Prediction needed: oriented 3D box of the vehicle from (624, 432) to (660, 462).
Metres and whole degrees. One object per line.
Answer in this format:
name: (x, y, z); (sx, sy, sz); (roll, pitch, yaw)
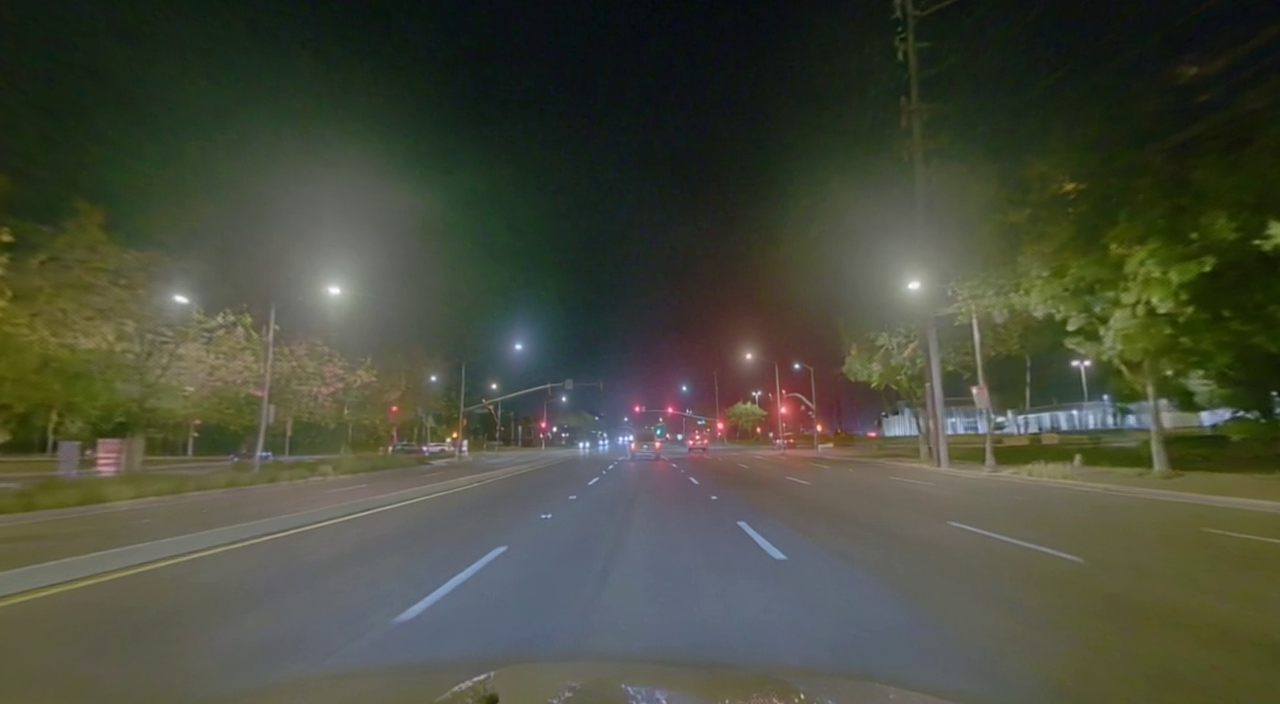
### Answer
vehicle: (0.133, 6.481, 43.091); (2.267, 1.926, 4.708); (0, -9, 0)
